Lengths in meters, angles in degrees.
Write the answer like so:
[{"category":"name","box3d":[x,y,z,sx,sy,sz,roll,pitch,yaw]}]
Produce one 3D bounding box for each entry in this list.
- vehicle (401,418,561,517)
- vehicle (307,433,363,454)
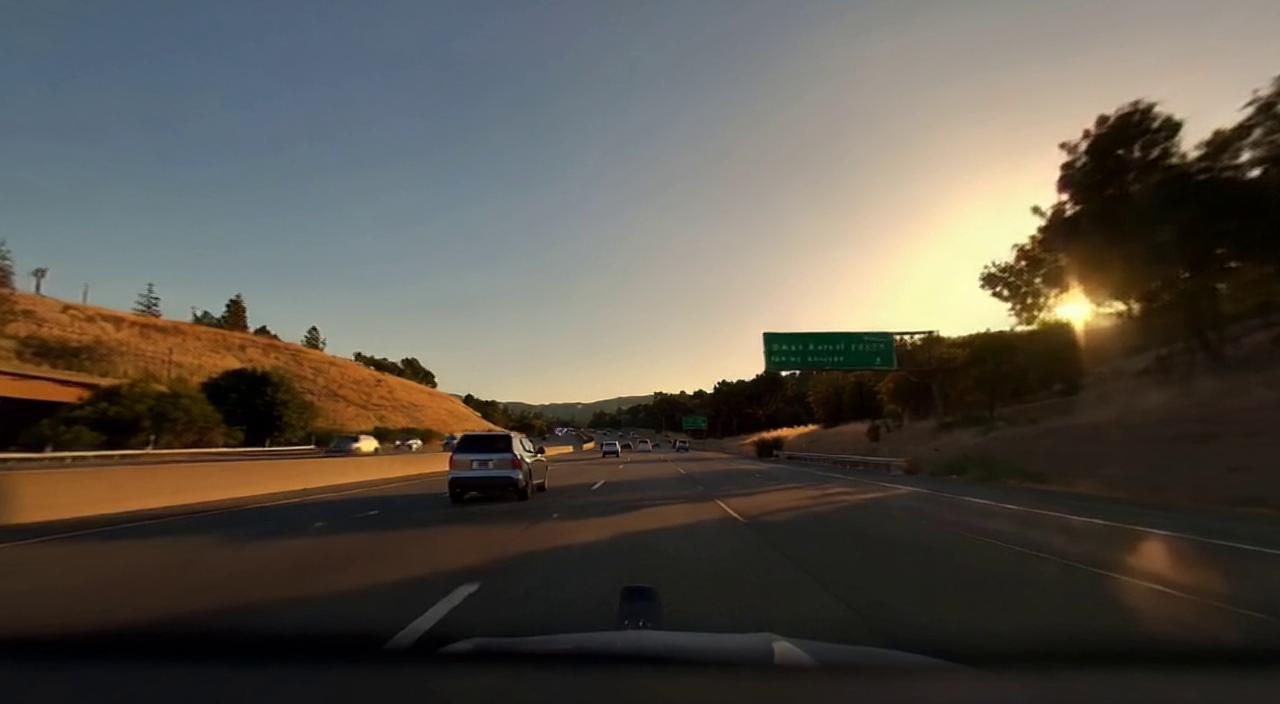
[{"category":"vehicle","box3d":[-3.317,2.557,14.391,2.218,1.848,4.789,-1,-9,2]},{"category":"vehicle","box3d":[-23.285,7.025,48.330,1.947,1.558,4.555,-1,-9,1]}]
